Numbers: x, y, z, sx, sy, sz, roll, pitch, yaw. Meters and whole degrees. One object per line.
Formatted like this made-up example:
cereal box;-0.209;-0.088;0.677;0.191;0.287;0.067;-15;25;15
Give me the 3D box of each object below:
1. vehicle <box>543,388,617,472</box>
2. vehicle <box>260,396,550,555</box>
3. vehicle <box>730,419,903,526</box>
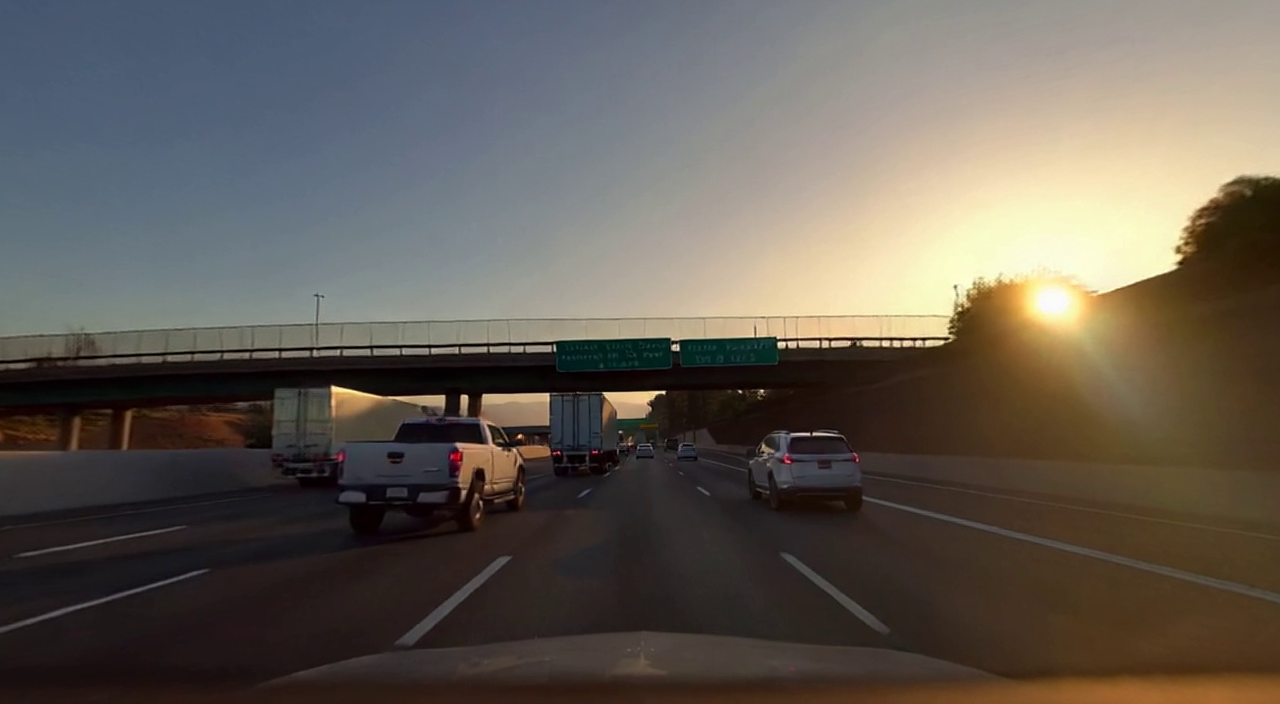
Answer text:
vehicle;-3.244;4.973;38.839;2.869;4.108;15.564;0;-8;1
vehicle;-3.498;2.064;11.423;2.645;2.023;6.491;-1;-8;1
vehicle;3.095;2.220;12.161;2.028;1.658;4.334;0;-8;0
